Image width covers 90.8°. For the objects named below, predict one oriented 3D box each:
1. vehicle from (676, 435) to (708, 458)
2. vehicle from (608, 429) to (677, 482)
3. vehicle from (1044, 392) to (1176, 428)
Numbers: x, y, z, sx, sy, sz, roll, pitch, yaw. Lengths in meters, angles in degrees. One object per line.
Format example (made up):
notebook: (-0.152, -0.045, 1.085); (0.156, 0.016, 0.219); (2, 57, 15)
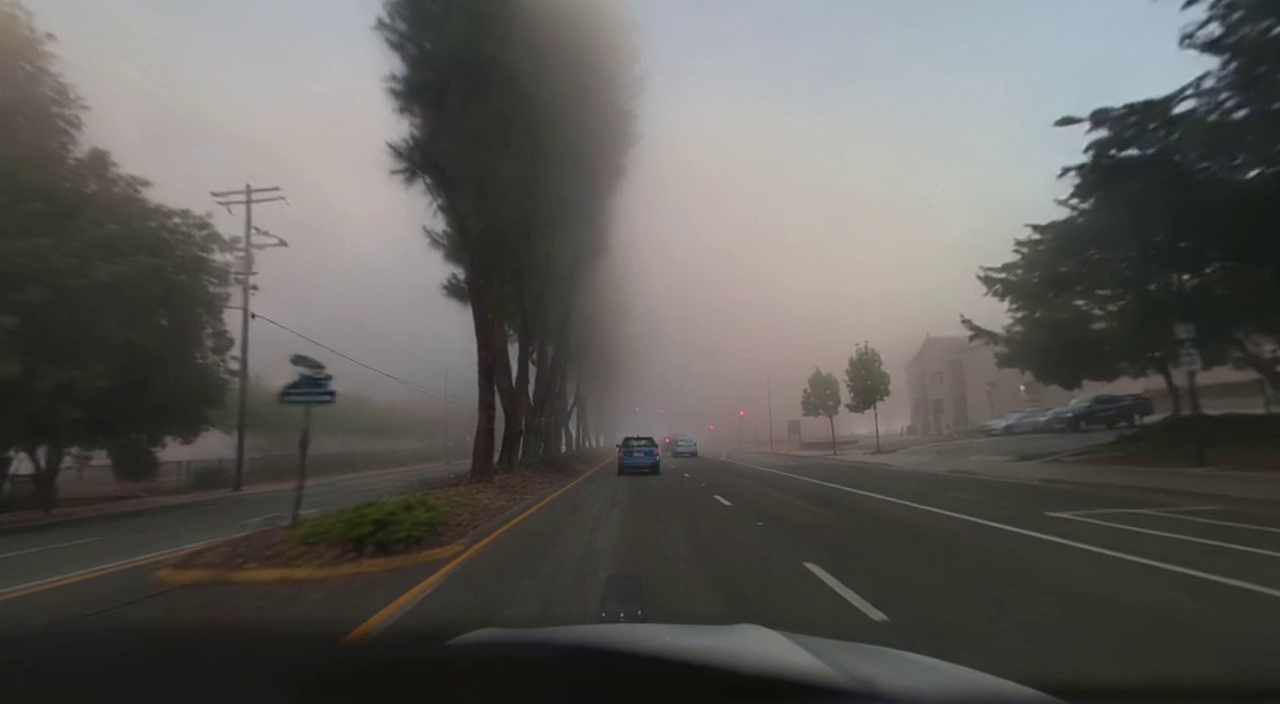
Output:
vehicle: (3.866, 7.182, 47.901); (1.987, 1.613, 4.081); (0, -8, -1)
vehicle: (0.044, 3.564, 22.075); (2.181, 1.639, 4.127); (0, -8, -1)
vehicle: (22.486, 2.817, 30.322); (4.738, 1.593, 2.123); (0, -8, -5)
